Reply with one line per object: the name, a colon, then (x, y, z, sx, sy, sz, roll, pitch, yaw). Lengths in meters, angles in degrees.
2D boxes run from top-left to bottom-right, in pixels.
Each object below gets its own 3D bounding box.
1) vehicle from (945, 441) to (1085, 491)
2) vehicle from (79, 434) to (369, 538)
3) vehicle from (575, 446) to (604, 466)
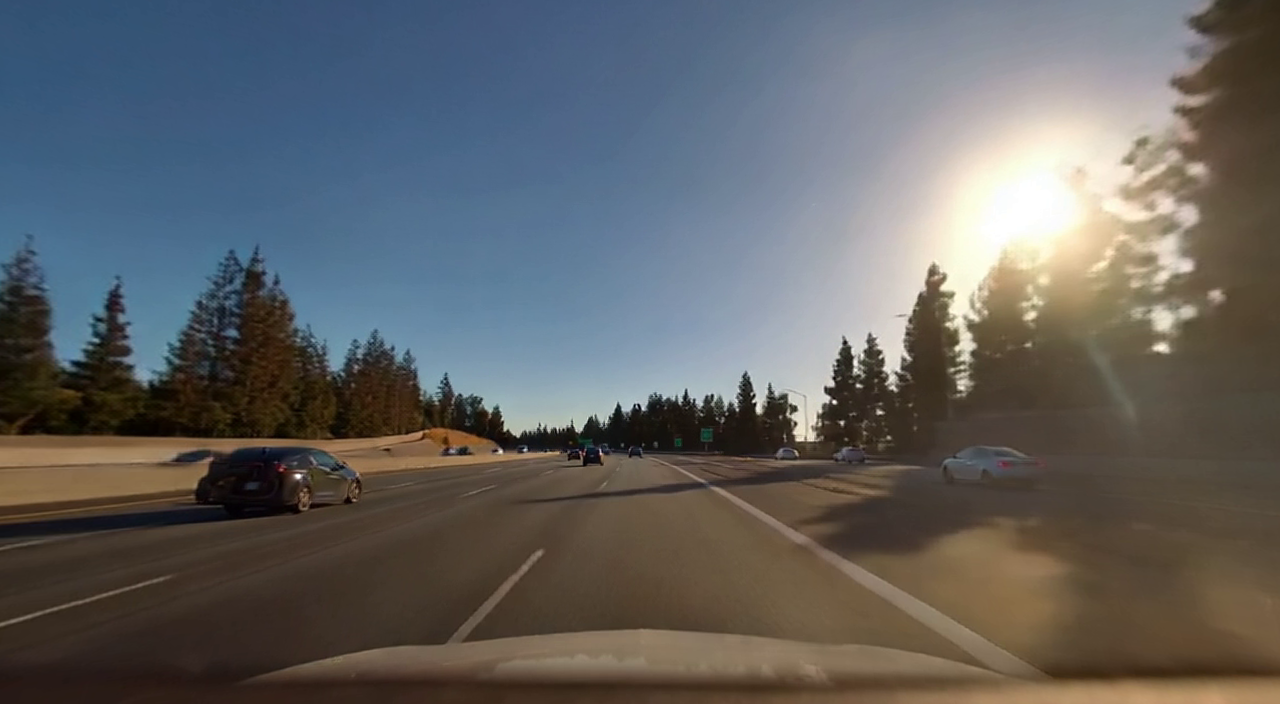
vehicle: (12.810, 3.884, 22.005, 2.201, 1.535, 4.735, 0, -8, 3)
vehicle: (-6.976, 2.262, 11.408, 2.038, 1.463, 4.656, 0, -8, 1)
vehicle: (-3.869, 8.052, 49.091, 1.936, 1.465, 4.060, 0, -8, 0)
